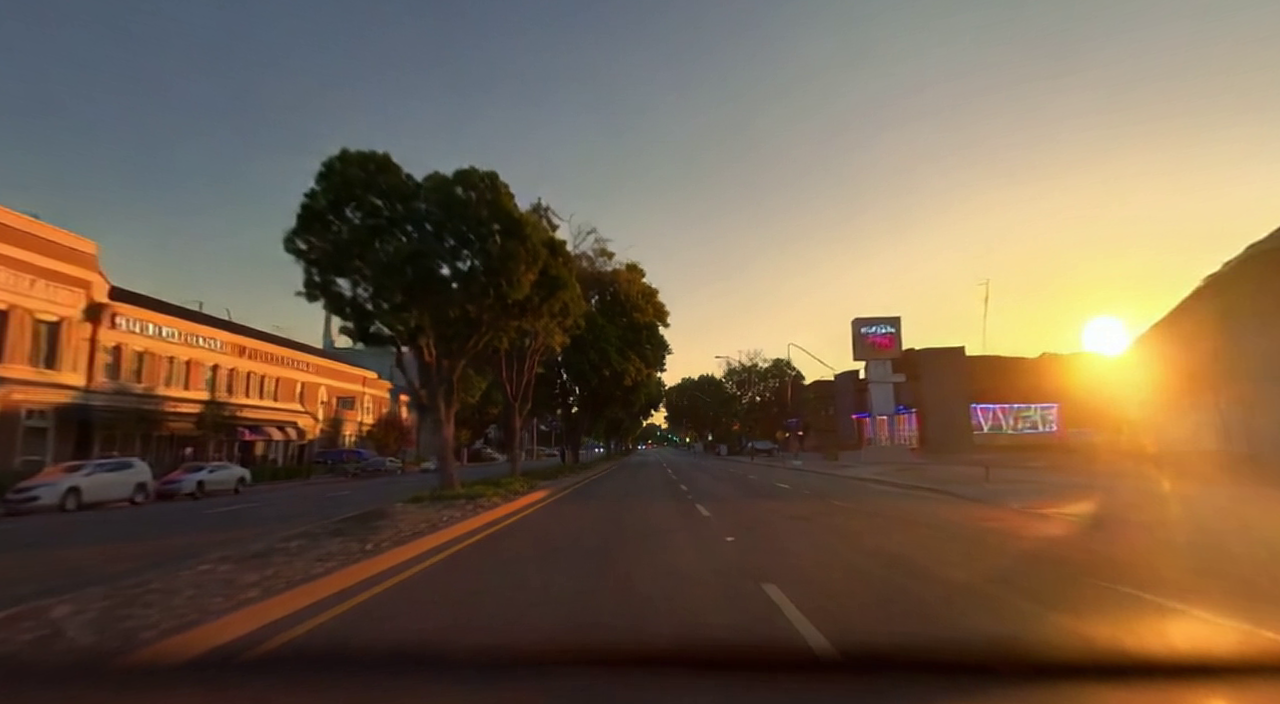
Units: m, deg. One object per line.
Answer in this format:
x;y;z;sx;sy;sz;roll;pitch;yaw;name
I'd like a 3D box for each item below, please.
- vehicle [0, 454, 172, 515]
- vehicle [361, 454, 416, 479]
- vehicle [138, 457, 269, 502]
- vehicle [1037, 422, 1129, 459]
-19.224;4.504;21.865;2.029;1.785;4.694;0;-9;3;vehicle
-18.550;8.438;46.522;2.012;1.560;4.782;-1;-7;1;vehicle
-18.920;5.509;27.593;1.959;1.535;5.081;-1;-7;3;vehicle
32.838;6.615;46.840;2.684;2.559;5.772;0;-8;1;vehicle
